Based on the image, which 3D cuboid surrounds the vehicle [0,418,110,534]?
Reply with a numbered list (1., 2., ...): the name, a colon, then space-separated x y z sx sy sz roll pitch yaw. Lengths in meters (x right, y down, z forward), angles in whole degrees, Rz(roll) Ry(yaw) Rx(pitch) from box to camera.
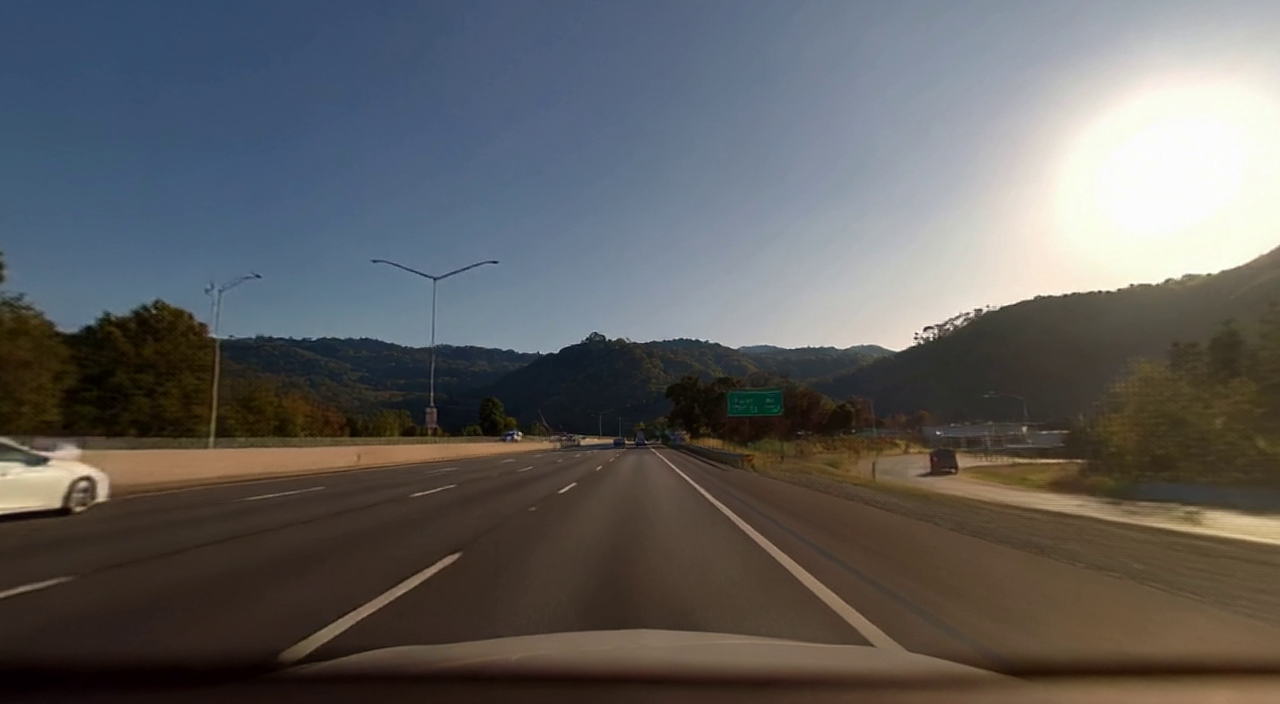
1. vehicle: -10.877 1.810 9.045 2.152 1.753 4.972 0 -8 1
